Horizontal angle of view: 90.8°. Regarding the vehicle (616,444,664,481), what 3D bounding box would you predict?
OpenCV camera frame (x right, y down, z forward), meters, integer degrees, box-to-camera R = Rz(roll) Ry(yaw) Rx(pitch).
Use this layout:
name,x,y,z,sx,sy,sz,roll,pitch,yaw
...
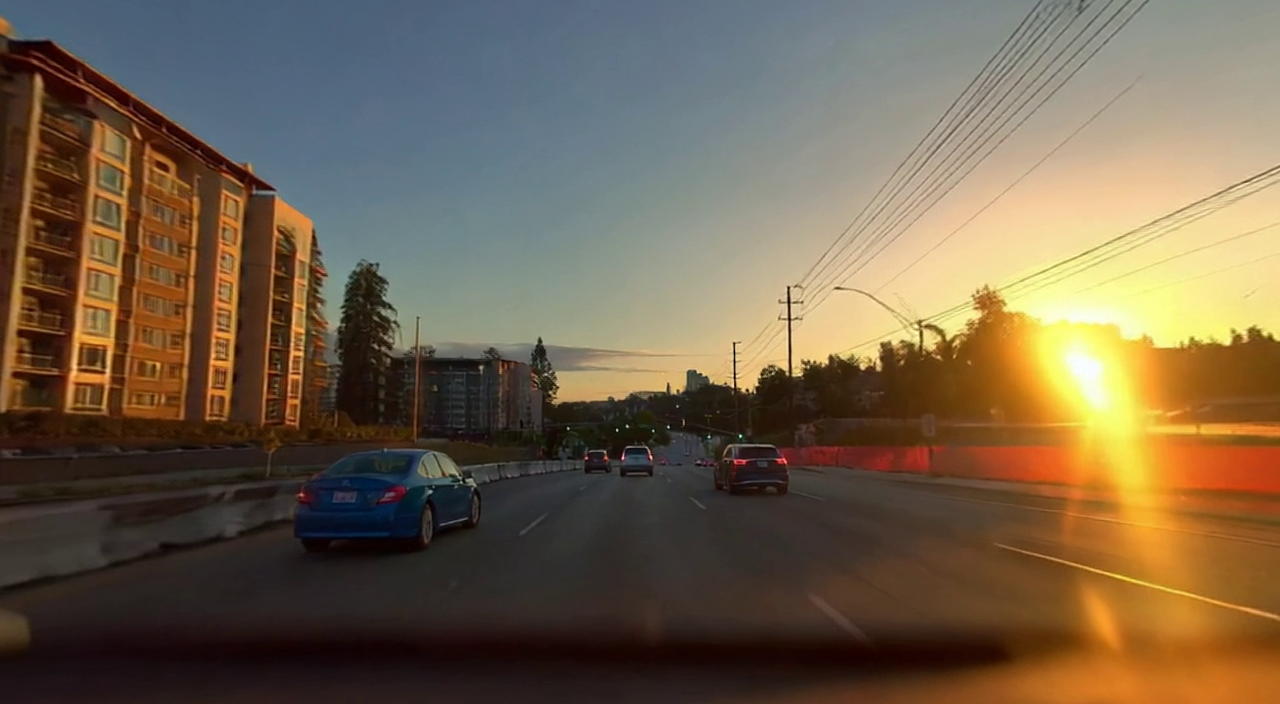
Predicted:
name,x,y,z,sx,sy,sz,roll,pitch,yaw
vehicle,-0.033,5.585,32.156,2.291,1.714,4.217,0,-8,-1

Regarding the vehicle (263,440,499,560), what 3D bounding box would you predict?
name,x,y,z,sx,sy,sz,roll,pitch,yaw
vehicle,-3.715,2.164,10.047,1.968,1.473,4.209,0,-8,0

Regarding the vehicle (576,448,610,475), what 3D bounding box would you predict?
name,x,y,z,sx,sy,sz,roll,pitch,yaw
vehicle,-3.476,8.121,47.176,2.190,1.832,4.417,0,-8,0

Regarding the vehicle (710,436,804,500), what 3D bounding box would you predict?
name,x,y,z,sx,sy,sz,roll,pitch,yaw
vehicle,3.538,3.590,20.003,2.029,1.797,4.218,0,-8,-2
